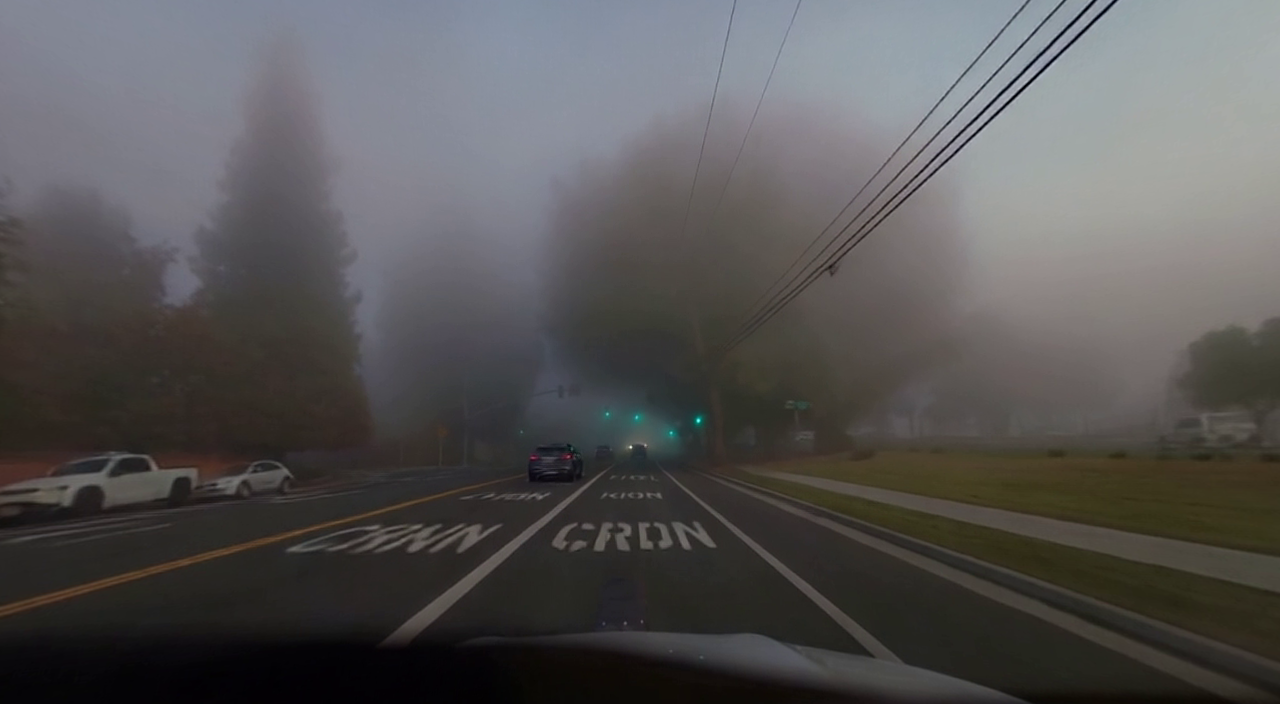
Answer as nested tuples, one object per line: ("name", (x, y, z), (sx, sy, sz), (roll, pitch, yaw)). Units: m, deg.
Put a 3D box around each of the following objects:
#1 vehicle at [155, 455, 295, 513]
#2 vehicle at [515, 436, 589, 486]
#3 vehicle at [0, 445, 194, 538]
("vehicle", (-14.244, 4.493, 21.996), (1.860, 1.490, 4.542), (-4, -7, 0))
("vehicle", (-3.185, 4.059, 23.855), (2.084, 1.701, 4.734), (0, -8, 1))
("vehicle", (-14.105, 3.435, 16.231), (1.972, 1.887, 4.777), (-3, -7, -3))
